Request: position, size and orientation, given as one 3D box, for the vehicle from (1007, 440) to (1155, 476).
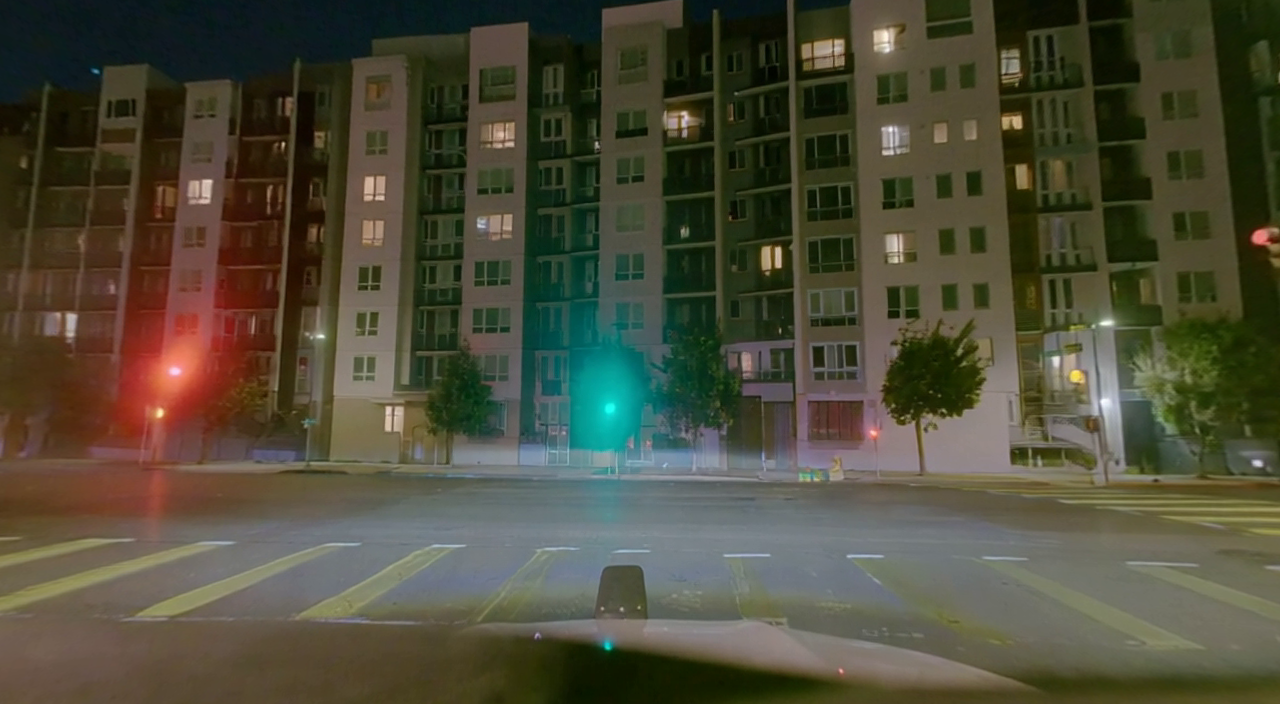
[{"bbox_3d":[18.557,4.464,26.701,4.823,1.458,1.914,0,-9,-1],"label":"vehicle"}]
